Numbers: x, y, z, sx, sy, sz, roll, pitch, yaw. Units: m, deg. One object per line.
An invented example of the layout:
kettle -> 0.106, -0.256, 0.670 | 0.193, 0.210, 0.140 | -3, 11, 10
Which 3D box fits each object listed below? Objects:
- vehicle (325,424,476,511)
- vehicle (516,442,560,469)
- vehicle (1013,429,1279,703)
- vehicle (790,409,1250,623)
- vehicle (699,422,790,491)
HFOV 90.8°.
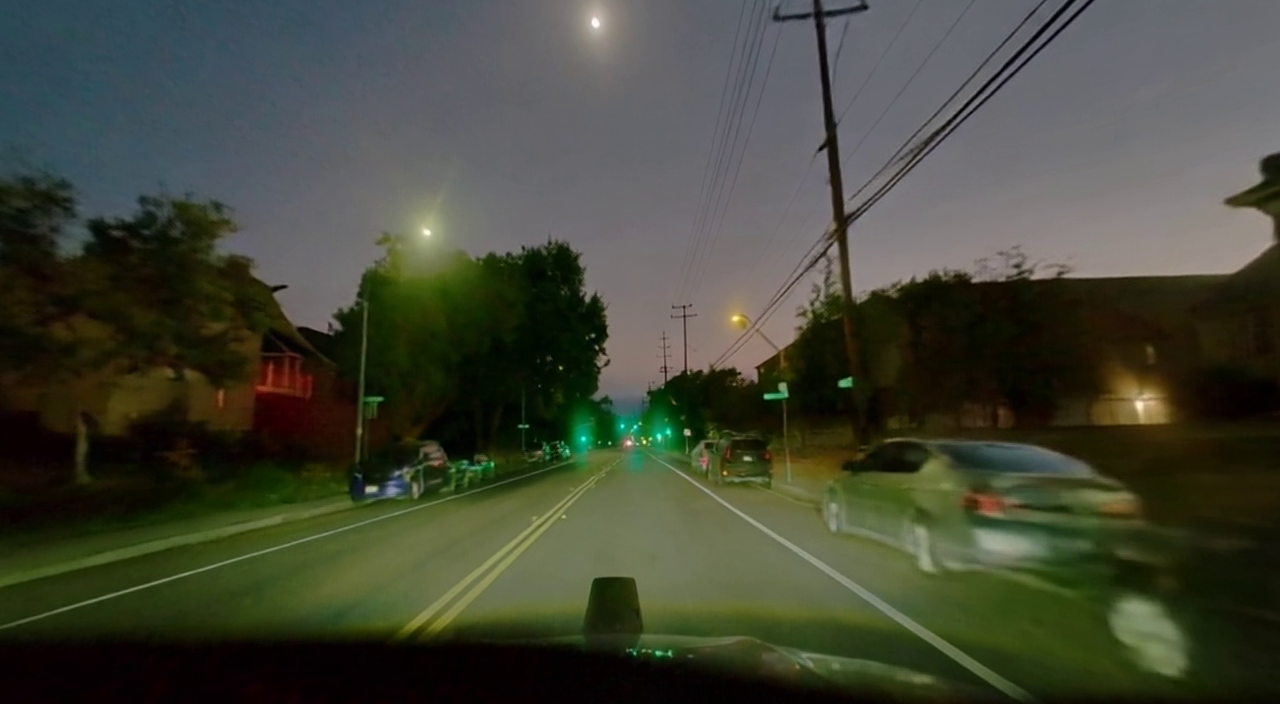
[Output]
vehicle -> -6.681, 3.215, 18.435 | 2.451, 2.099, 5.112 | -1, -7, -1
vehicle -> -6.839, 6.934, 42.726 | 2.084, 1.573, 4.599 | -2, -7, 2
vehicle -> 3.416, 0.902, 1.838 | 1.967, 1.382, 4.361 | 0, -8, 0
vehicle -> 3.426, 1.569, 7.202 | 2.158, 1.560, 4.865 | 0, -8, -1
vehicle -> 3.281, 3.425, 21.089 | 2.065, 1.953, 5.359 | 0, -8, 0
